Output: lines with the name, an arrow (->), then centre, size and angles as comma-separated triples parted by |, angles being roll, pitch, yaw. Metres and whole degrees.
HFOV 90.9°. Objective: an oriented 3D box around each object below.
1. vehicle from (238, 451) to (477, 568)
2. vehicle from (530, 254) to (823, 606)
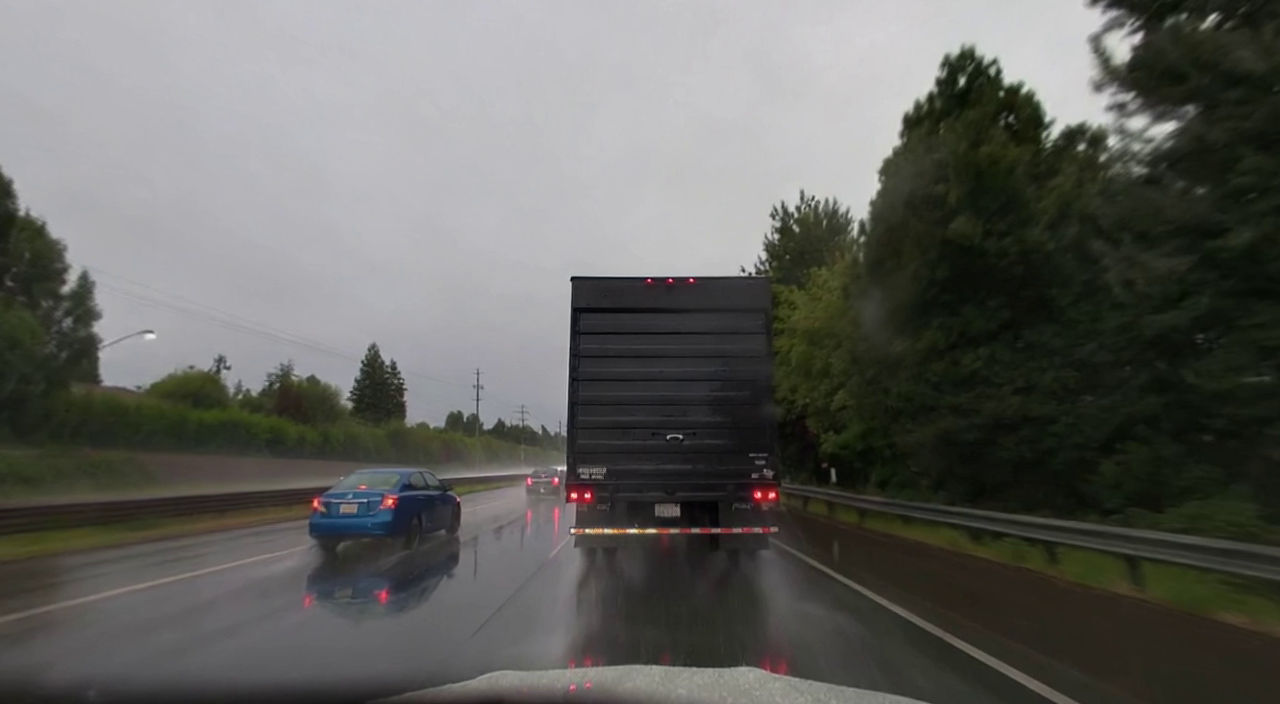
vehicle -> -4.258, 2.467, 10.472 | 1.891, 1.469, 4.431 | 1, -11, 0
vehicle -> 0.543, 1.492, 10.685 | 2.831, 3.529, 8.689 | 0, -11, 3
